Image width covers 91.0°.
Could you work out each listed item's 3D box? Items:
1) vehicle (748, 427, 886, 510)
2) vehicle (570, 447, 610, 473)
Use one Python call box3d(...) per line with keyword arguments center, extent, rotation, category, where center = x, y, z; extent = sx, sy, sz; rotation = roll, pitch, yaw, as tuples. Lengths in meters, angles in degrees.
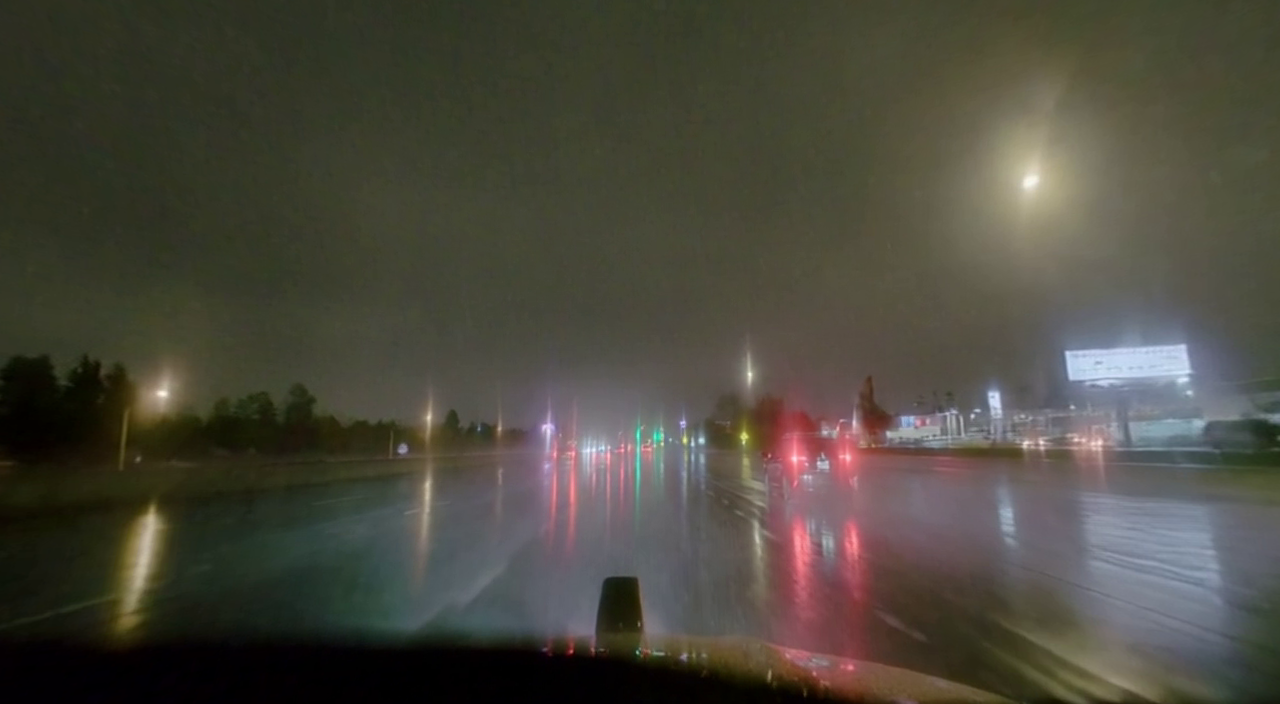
box3d(center=(4.234, 2.889, 16.050), extent=(2.109, 1.764, 4.704), rotation=(0, -9, 0), category="vehicle")
box3d(center=(-3.091, 6.808, 39.949), extent=(2.139, 1.510, 4.506), rotation=(0, -9, 0), category="vehicle")
